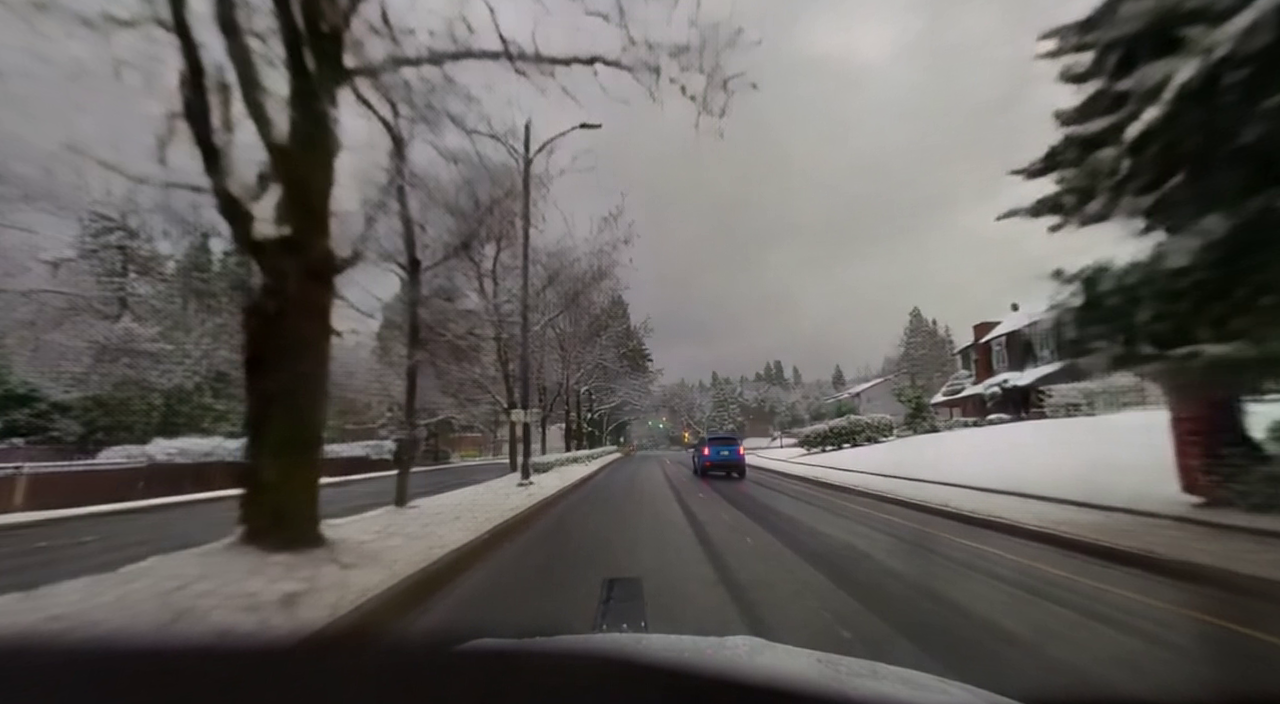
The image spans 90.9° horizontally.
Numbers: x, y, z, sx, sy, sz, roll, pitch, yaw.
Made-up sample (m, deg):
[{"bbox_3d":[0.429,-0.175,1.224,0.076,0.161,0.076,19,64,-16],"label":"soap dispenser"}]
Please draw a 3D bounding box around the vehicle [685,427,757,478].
[{"bbox_3d":[3.024,3.896,24.578,2.180,1.773,4.639,0,-8,0],"label":"vehicle"}]
